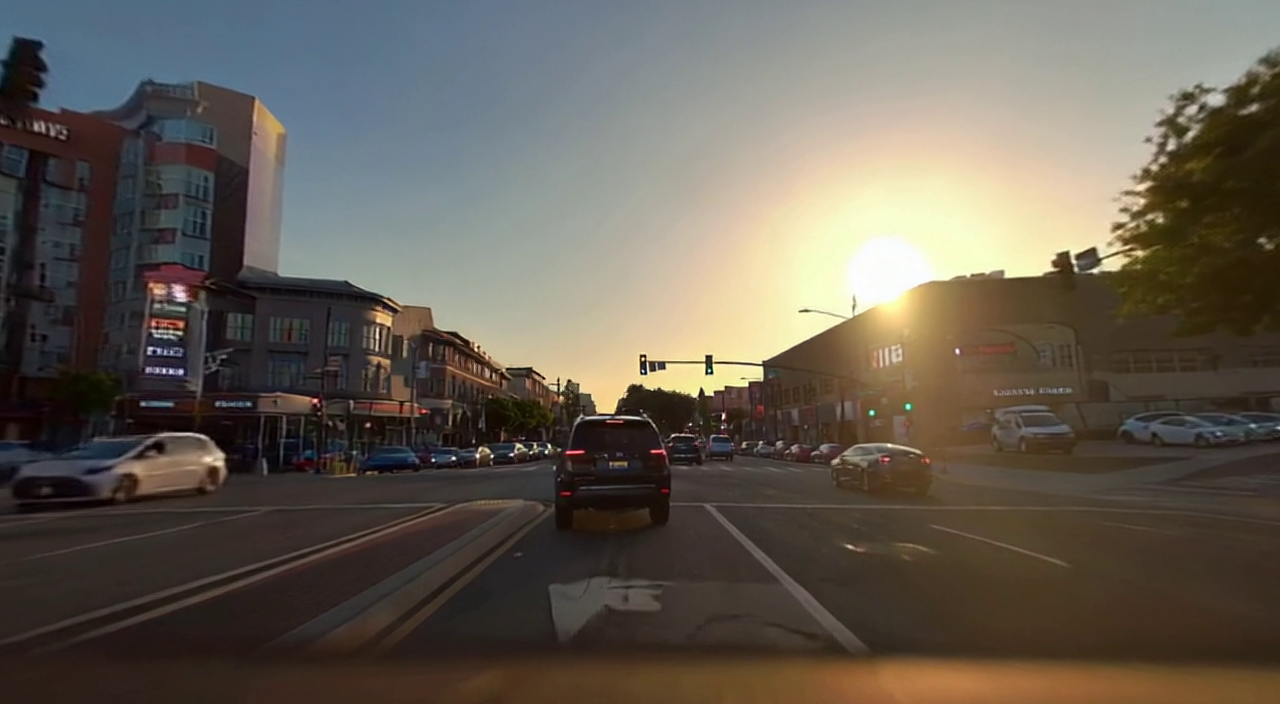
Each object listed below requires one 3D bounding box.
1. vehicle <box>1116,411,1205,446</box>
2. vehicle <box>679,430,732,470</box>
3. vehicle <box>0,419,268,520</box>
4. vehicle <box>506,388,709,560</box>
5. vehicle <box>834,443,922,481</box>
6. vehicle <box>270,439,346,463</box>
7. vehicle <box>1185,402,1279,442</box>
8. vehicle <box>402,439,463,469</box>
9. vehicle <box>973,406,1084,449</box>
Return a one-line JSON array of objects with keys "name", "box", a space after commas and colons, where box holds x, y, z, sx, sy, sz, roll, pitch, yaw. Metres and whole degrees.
[{"name": "vehicle", "box": [24.426, 3.567, 29.730, 1.422, 1.496, 3.318, 1, -6, 1]}, {"name": "vehicle", "box": [3.330, 5.130, 33.085, 2.115, 1.932, 5.189, 0, -8, -1]}, {"name": "vehicle", "box": [-11.683, 2.586, 14.438, 2.291, 1.856, 4.827, -5, -10, 28]}, {"name": "vehicle", "box": [-0.413, 1.752, 9.674, 2.242, 1.812, 4.993, -3, -9, -1]}, {"name": "vehicle", "box": [9.814, 4.542, 26.399, 1.863, 1.426, 4.494, 0, -8, -1]}, {"name": "vehicle", "box": [-23.064, 6.858, 43.874, 4.286, 1.210, 1.877, 3, -3, 4]}, {"name": "vehicle", "box": [29.309, 3.360, 30.451, 1.913, 1.651, 4.727, 3, -3, 1]}, {"name": "vehicle", "box": [-12.643, 6.265, 38.826, 1.993, 1.708, 5.219, 0, -8, 0]}, {"name": "vehicle", "box": [18.558, 3.718, 30.521, 2.123, 1.884, 5.170, 0, -8, 1]}]
